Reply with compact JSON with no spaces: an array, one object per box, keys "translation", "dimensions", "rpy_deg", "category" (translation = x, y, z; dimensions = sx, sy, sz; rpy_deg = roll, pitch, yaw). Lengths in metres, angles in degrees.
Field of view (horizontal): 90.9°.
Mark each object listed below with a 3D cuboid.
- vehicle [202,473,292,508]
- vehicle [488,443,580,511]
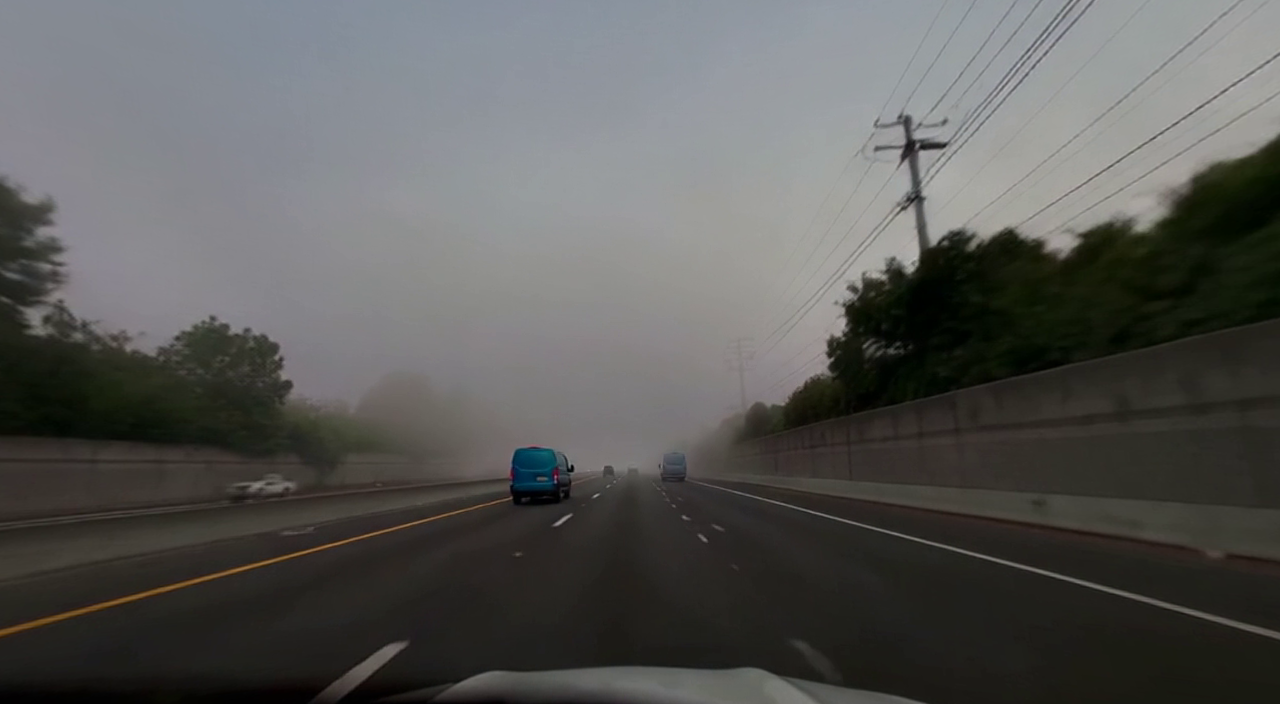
[{"translation":[-21.054,7.431,34.042],"dimensions":[1.913,1.678,4.537],"rpy_deg":[1,-11,0],"category":"vehicle"},{"translation":[-3.404,4.199,21.348],"dimensions":[2.324,2.008,4.654],"rpy_deg":[1,-11,0],"category":"vehicle"}]
